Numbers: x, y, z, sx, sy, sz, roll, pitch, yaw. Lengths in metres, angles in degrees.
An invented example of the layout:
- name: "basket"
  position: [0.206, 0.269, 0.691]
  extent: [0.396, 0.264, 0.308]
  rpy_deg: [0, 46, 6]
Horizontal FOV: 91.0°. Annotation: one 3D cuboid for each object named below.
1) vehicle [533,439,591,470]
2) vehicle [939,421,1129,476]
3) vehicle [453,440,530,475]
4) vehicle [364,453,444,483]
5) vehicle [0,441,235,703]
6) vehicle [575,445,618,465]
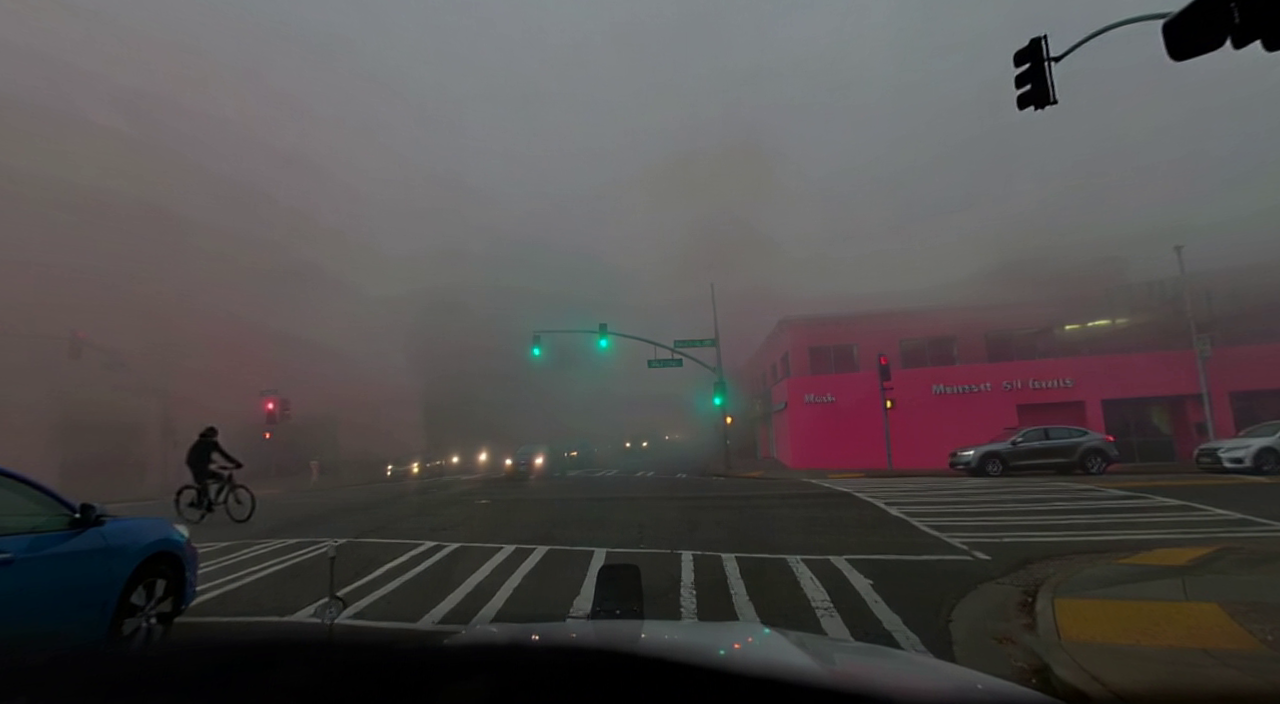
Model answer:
- name: "vehicle"
  position: [-4.479, 5.976, 36.867]
  extent: [1.928, 1.647, 4.575]
  rpy_deg: [-2, -9, 13]
- name: "vehicle"
  position: [11.581, 2.877, 18.792]
  extent: [4.355, 1.546, 1.820]
  rpy_deg: [-1, -9, 6]
- name: "vehicle"
  position: [-8.373, 5.974, 36.045]
  extent: [2.152, 1.825, 5.406]
  rpy_deg: [-2, -9, 12]
- name: "vehicle"
  position: [-12.561, 6.168, 33.875]
  extent: [1.976, 1.425, 4.567]
  rpy_deg: [-1, -9, 9]
- name: "vehicle"
  position: [-3.691, 0.968, 2.156]
  extent: [1.759, 1.325, 4.295]
  rpy_deg: [0, -9, 0]
- name: "vehicle"
  position: [-2.987, 7.185, 44.132]
  extent: [1.743, 1.362, 4.350]
  rpy_deg: [-2, -9, 14]
